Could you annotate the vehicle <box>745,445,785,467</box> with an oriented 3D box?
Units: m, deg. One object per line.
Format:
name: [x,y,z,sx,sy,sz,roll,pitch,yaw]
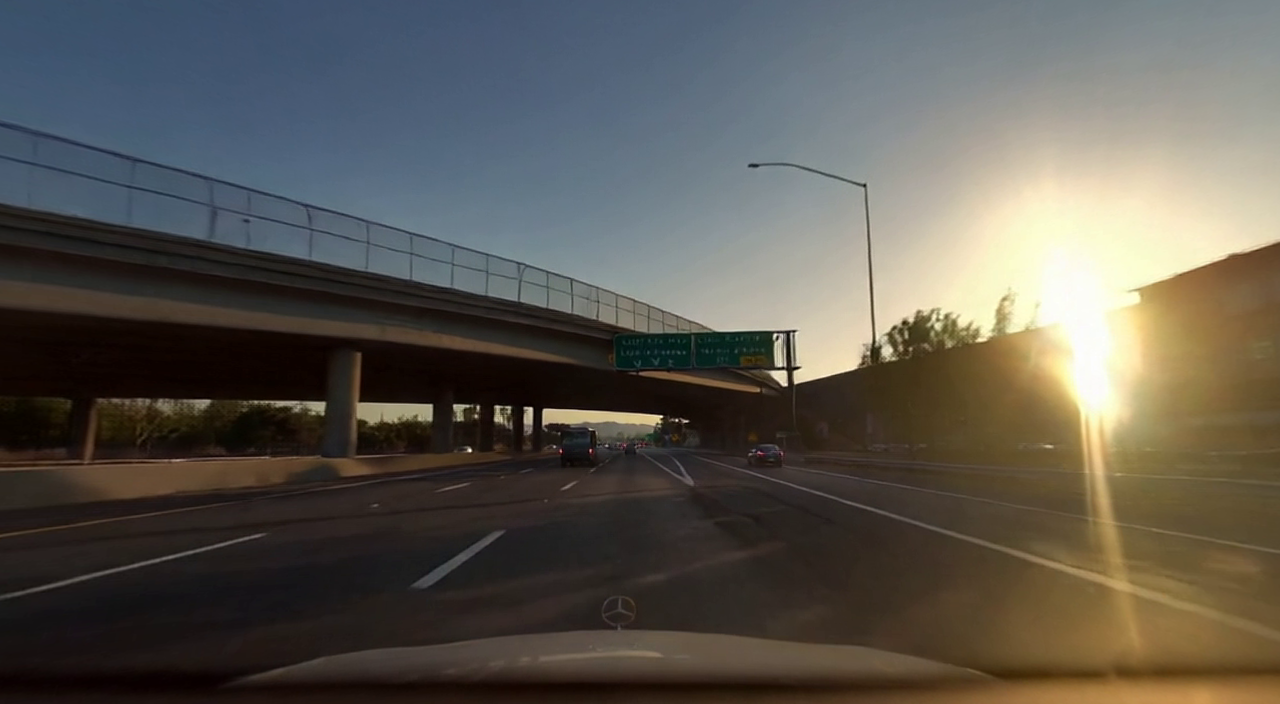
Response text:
vehicle: [8.822,7.380,45.047,2.035,1.491,4.246,0,-9,1]

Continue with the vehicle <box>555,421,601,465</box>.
vehicle: [-4.411,6.698,46.227,2.881,2.937,7.045,0,-9,-2]
